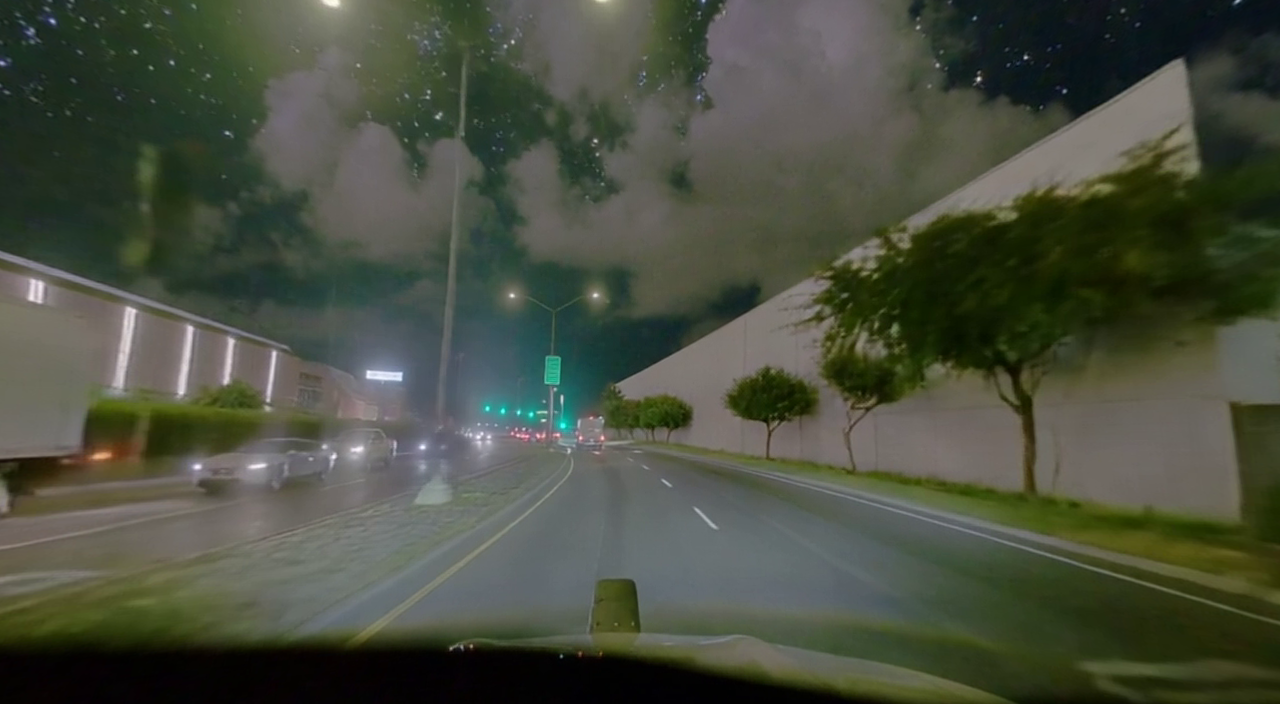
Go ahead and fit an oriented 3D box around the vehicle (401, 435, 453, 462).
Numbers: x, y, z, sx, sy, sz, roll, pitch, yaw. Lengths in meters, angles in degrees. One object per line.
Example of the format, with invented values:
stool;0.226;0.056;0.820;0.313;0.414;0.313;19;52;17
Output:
vehicle;-12.302;5.583;36.682;1.897;1.515;3.986;1;-8;-5

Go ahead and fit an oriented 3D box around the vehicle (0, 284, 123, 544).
vehicle;-10.176;0.471;5.825;3.012;3.547;9.604;0;-8;-3

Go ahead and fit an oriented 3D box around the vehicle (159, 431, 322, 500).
vehicle;-10.585;2.984;17.122;1.926;1.610;4.079;0;-8;-3

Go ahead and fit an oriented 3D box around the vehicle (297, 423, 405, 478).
vehicle;-11.224;3.854;25.000;2.198;1.916;5.296;1;-8;-5

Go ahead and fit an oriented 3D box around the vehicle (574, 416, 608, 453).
vehicle;-3.911;6.488;49.635;2.276;2.706;5.232;1;-8;-9
